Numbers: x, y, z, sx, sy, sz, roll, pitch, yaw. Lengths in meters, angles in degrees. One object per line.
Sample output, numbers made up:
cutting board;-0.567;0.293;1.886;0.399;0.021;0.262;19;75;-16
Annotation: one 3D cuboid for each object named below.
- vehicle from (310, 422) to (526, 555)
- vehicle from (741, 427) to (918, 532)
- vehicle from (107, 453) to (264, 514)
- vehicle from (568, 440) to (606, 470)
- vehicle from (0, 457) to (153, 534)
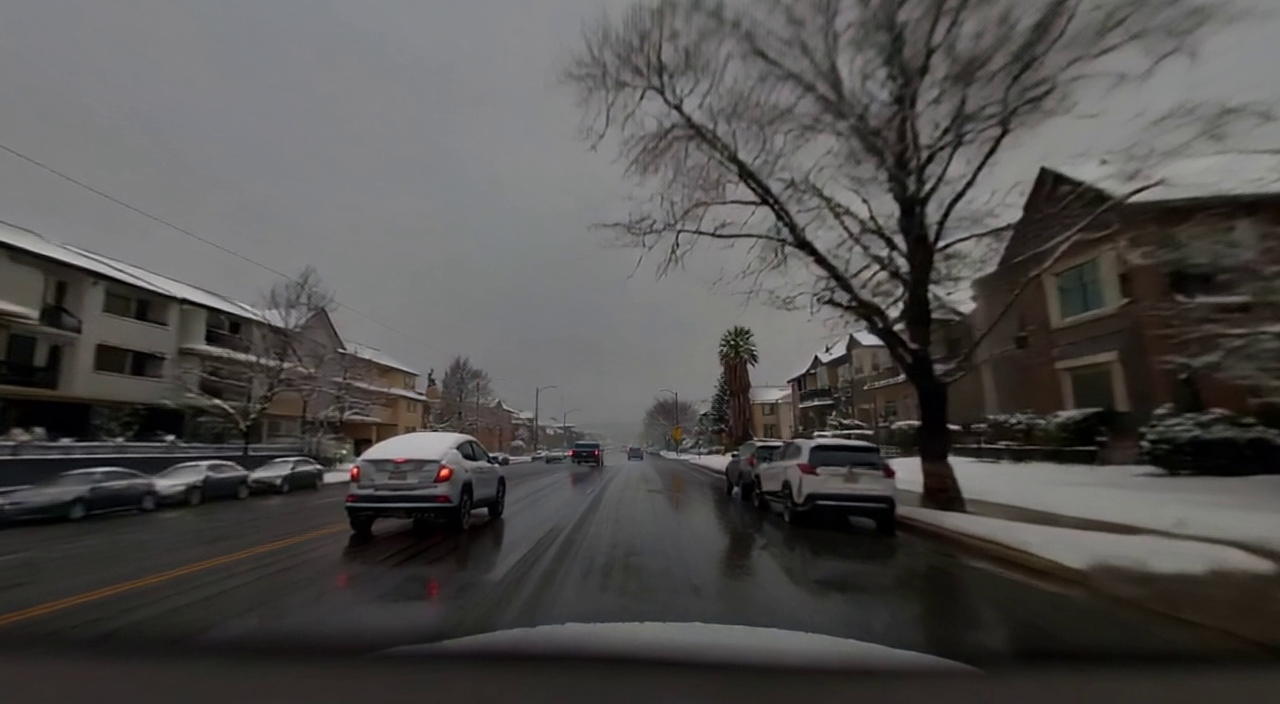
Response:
vehicle;-3.173;2.021;9.990;1.929;1.651;3.948;0;-9;0
vehicle;3.707;2.605;13.626;2.125;1.768;5.544;0;-9;0
vehicle;-13.785;3.961;19.475;1.812;1.467;4.253;-4;-8;-2
vehicle;-3.408;6.721;41.277;1.994;1.810;5.057;0;-9;1
vehicle;-13.731;3.167;14.394;1.787;1.461;4.367;0;-9;-2
